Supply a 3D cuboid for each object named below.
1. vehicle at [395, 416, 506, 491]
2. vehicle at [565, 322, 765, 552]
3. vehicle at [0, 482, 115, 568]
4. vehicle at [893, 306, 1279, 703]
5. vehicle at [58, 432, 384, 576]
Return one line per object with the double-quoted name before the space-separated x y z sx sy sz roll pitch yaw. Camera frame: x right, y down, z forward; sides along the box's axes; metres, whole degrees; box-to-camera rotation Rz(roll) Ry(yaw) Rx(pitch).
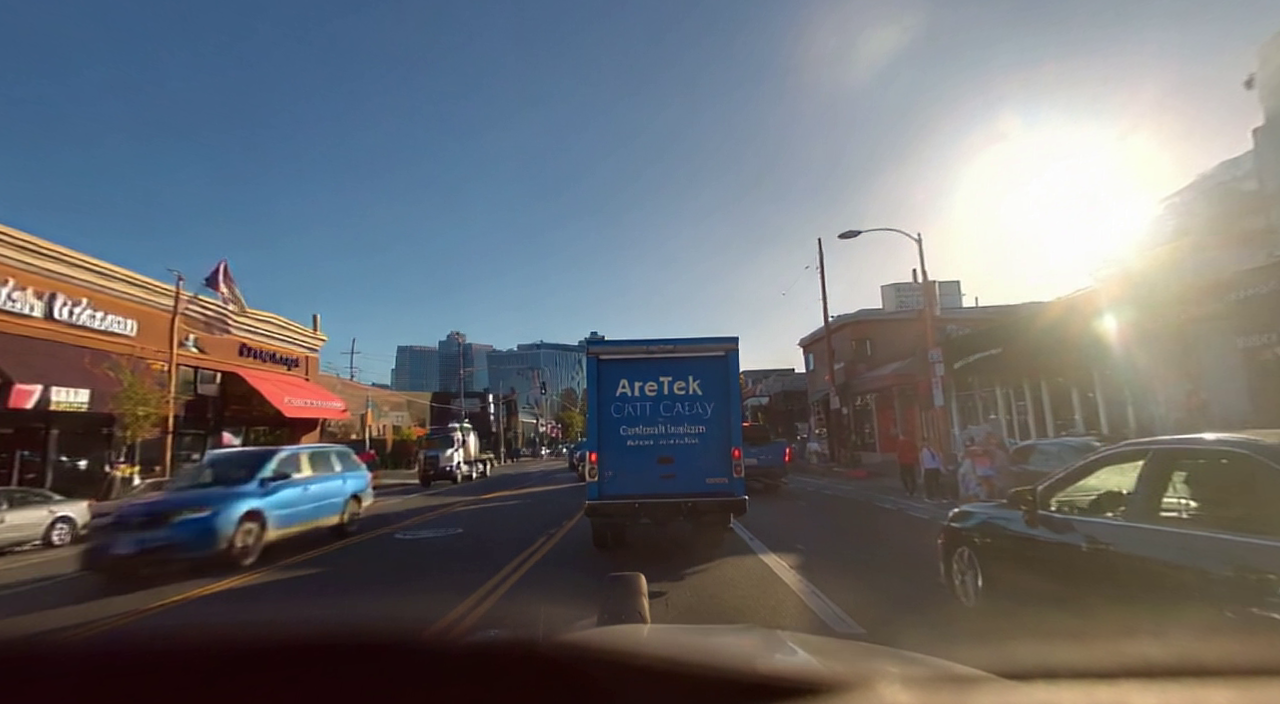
"vehicle" -9.079 5.005 31.255 2.883 3.199 7.964 0 -9 1
"vehicle" 0.203 1.509 11.157 2.517 2.926 6.177 0 -9 -2
"vehicle" -13.512 3.547 12.771 1.901 1.508 4.405 0 -9 -1
"vehicle" 3.364 0.910 3.415 2.104 1.786 4.498 0 -9 1
"vehicle" -5.967 2.162 9.814 2.046 1.711 4.320 0 -9 1
